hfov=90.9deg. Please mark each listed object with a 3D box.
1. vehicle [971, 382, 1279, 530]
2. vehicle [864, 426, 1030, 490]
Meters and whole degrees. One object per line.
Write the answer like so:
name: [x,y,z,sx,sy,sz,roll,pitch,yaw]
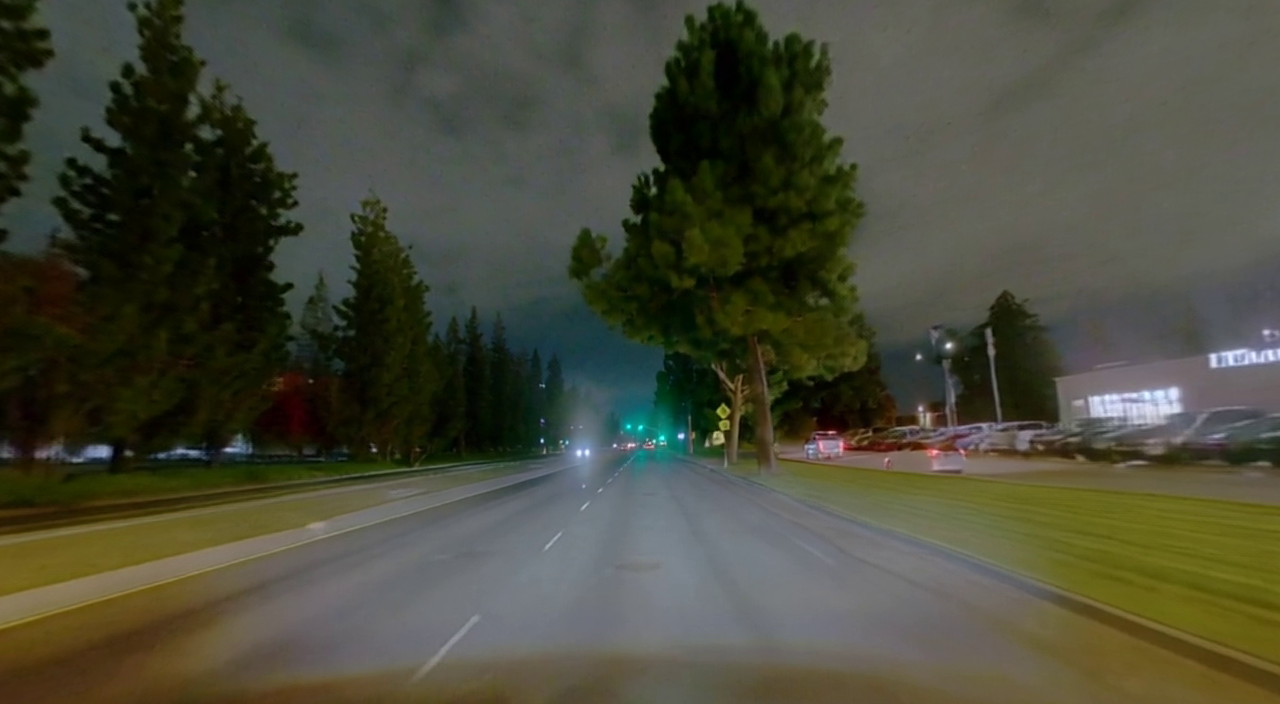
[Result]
vehicle: [8.051,1.701,10.693,2.235,1.899,4.827,-1,-8,0]
vehicle: [8.064,2.834,17.209,1.993,1.476,4.821,0,-8,-2]
